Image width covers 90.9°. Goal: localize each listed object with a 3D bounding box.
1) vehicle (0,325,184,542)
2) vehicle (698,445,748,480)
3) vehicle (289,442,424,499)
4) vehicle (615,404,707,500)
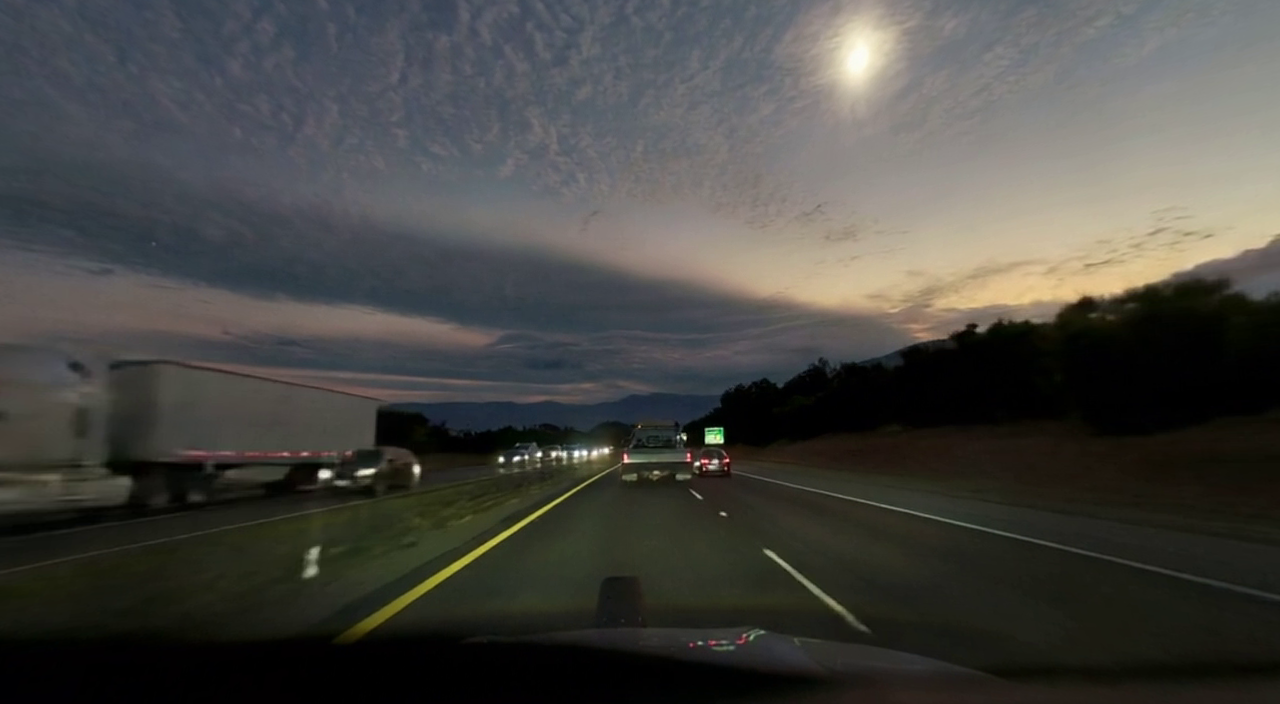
[{"bbox_3d":[-13.288,1.729,13.081,3.018,3.955,5.802,0,-9,0],"label":"vehicle"},{"bbox_3d":[3.657,4.955,28.463,1.654,1.441,4.066,0,-9,-1],"label":"vehicle"},{"bbox_3d":[-8.860,3.730,20.272,2.051,1.586,4.739,0,-9,1],"label":"vehicle"},{"bbox_3d":[0.454,3.043,19.334,2.423,2.517,5.055,0,-9,-2],"label":"vehicle"}]
